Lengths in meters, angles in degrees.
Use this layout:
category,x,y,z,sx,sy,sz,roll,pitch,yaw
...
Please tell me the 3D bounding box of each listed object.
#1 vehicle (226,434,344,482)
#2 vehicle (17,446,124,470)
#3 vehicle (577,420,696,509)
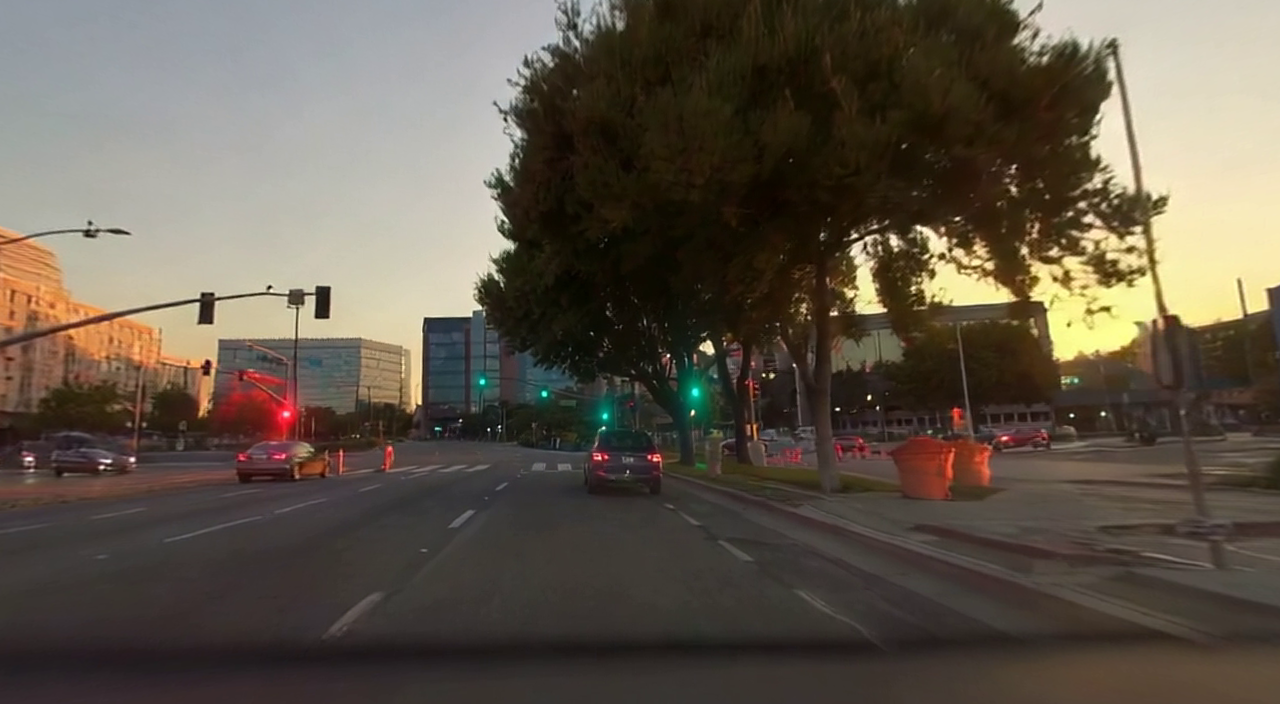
category,x,y,z,sx,sy,sz,roll,pitch,yaw
vehicle,-12.128,3.633,21.982,1.924,1.458,4.448,1,-8,-7
vehicle,-36.604,6.818,40.718,4.692,1.476,1.992,1,-8,-7
vehicle,-0.263,2.485,14.406,2.230,1.683,4.204,1,-8,-7
